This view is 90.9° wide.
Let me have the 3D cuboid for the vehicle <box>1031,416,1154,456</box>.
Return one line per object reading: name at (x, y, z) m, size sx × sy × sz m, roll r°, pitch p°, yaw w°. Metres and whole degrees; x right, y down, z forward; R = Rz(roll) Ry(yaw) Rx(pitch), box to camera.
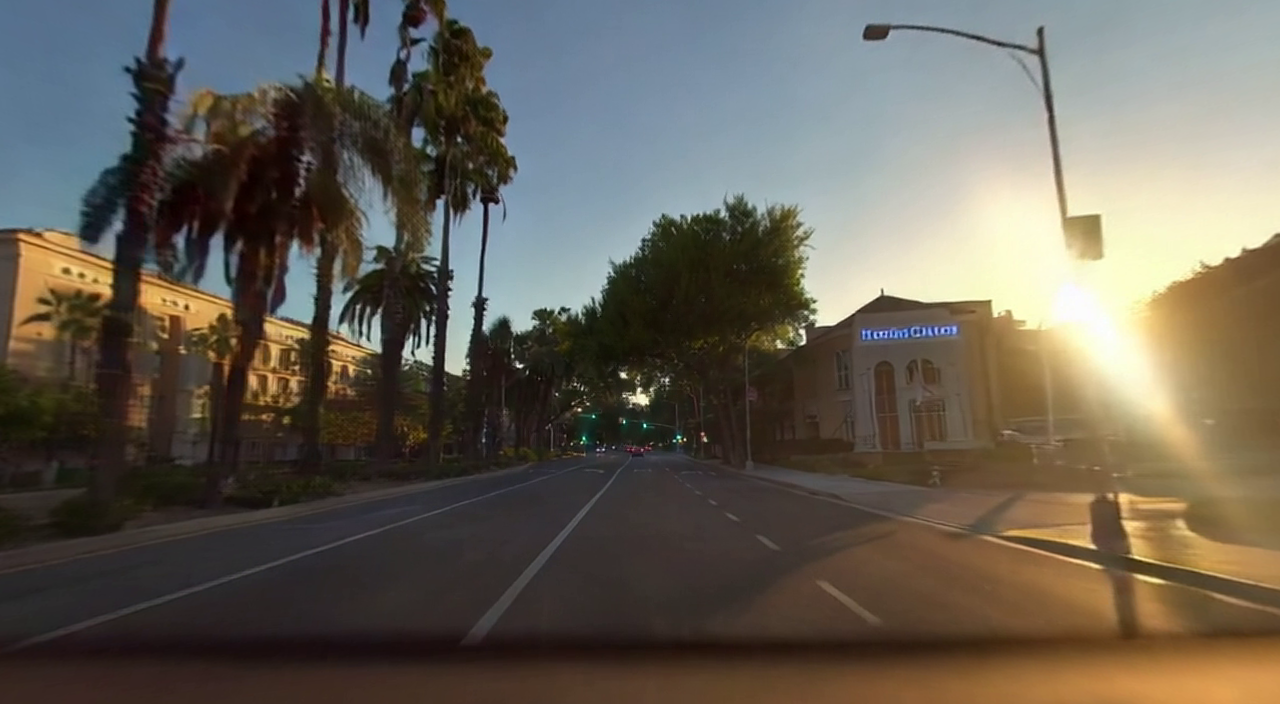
vehicle at (22.673, 4.288, 31.916) m, size 2.222 × 1.818 × 5.099 m, roll 0°, pitch -8°, yaw -3°
